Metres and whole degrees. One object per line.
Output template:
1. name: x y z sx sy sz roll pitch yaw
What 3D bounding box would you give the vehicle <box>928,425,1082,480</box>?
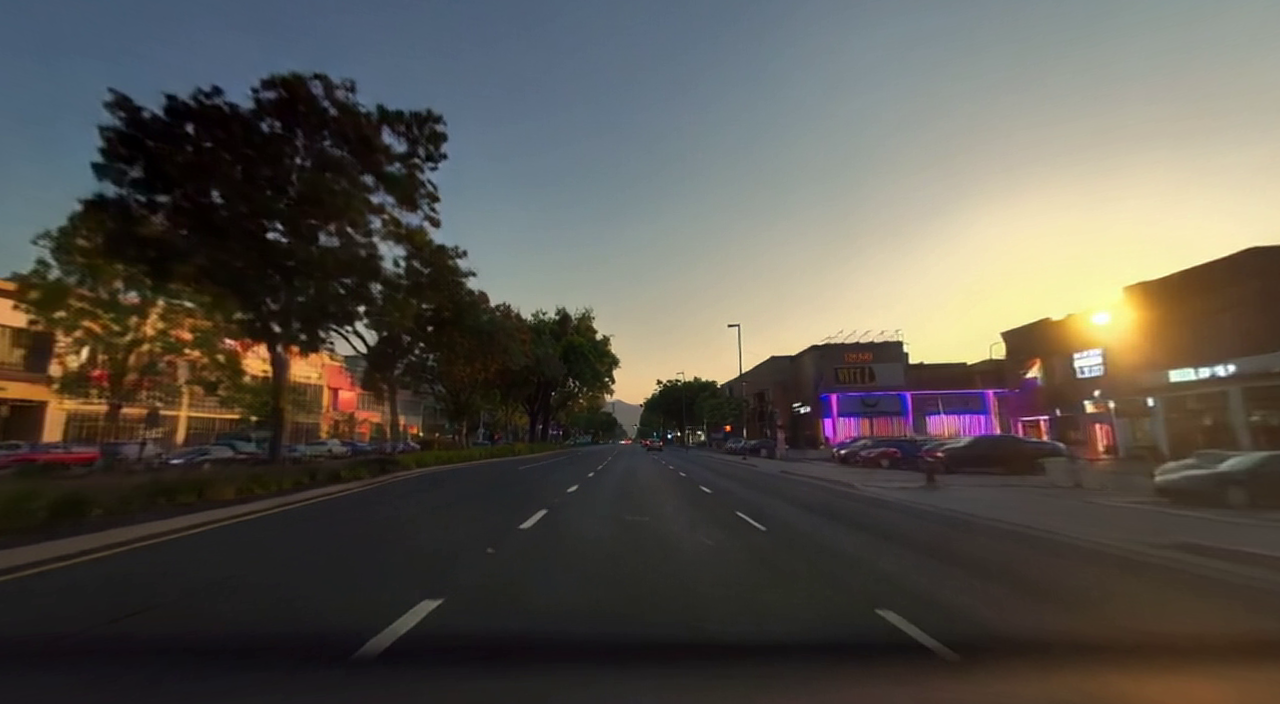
1. vehicle: 14.813 4.146 26.218 2.189 1.951 5.828 -1 -9 -10

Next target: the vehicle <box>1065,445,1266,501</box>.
1. vehicle: 15.790 3.615 19.459 1.936 1.464 4.867 0 -8 -1

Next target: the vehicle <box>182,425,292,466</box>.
1. vehicle: -31.404 7.286 49.393 6.892 2.879 2.222 -1 -8 -3

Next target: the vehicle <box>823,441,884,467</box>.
1. vehicle: 12.884 6.179 38.490 1.865 1.434 4.373 1 -8 -5

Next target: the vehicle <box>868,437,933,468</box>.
1. vehicle: 15.616 6.064 38.169 1.893 1.727 4.285 0 -8 -3
